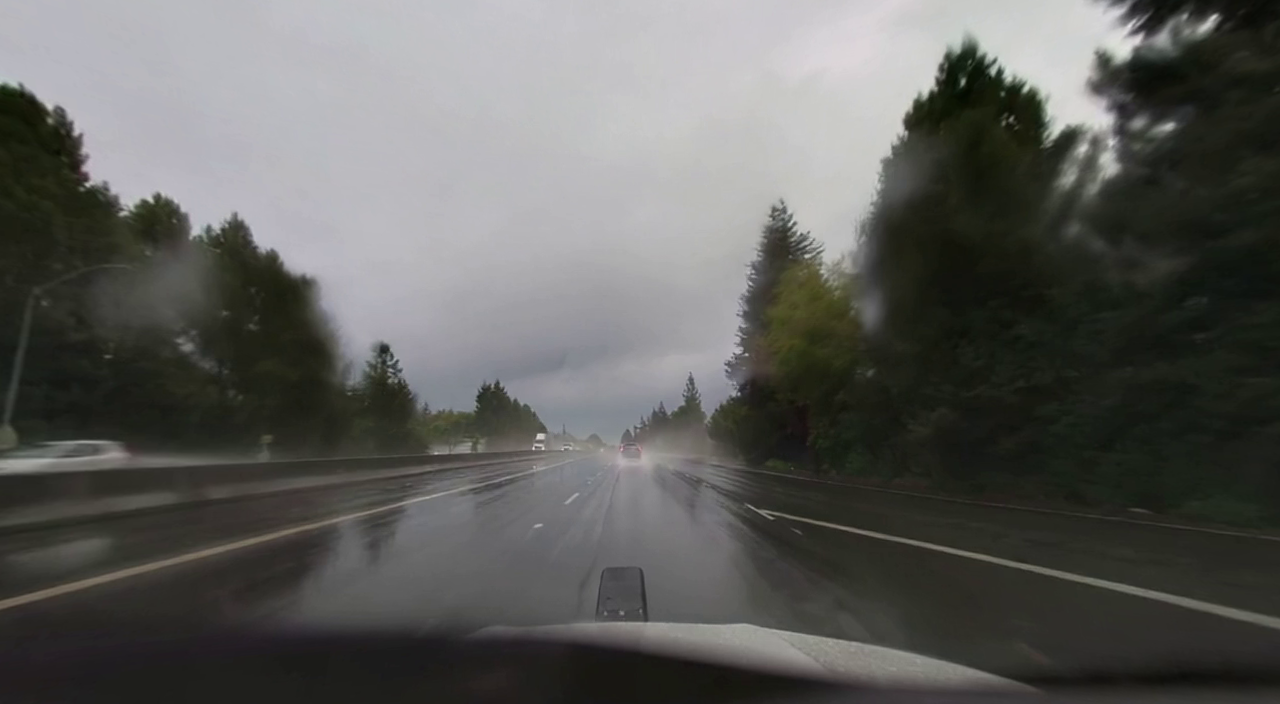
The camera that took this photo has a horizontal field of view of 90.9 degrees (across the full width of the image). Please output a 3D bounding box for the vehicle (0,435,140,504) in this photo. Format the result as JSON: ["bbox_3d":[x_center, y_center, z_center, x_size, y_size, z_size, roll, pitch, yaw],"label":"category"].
[{"bbox_3d":[-14.652,2.793,15.312,1.850,1.463,3.779,0,-9,0],"label":"vehicle"}]
